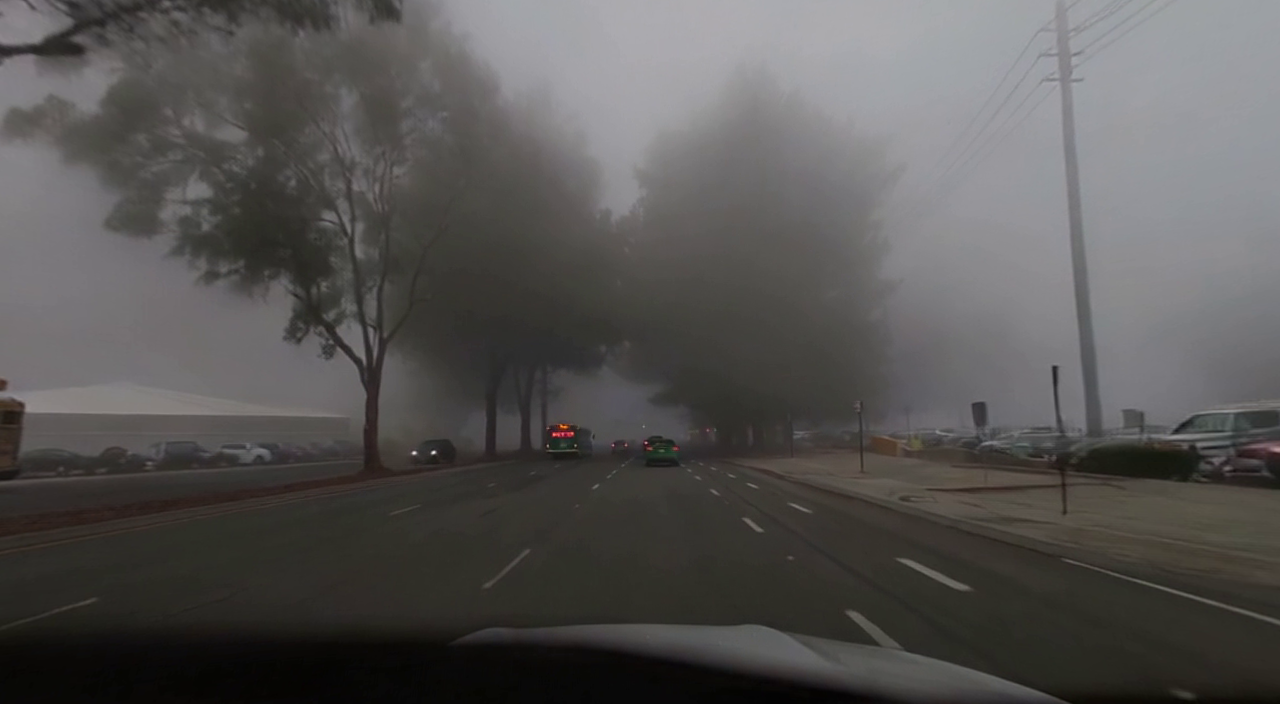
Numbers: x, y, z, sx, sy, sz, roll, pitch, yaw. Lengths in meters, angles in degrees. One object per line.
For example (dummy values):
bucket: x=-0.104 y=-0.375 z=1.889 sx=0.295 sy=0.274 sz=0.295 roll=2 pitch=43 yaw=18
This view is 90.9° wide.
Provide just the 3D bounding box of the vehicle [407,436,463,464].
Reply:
vehicle: x=-13.735 y=6.619 z=42.611 sx=2.126 sy=1.742 sz=4.517 roll=0 pitch=-9 yaw=2

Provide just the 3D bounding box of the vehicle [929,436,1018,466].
vehicle: x=19.694 y=5.882 z=37.633 sx=2.229 sy=1.661 sz=5.991 roll=0 pitch=-9 yaw=2

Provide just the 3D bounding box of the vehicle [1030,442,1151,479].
vehicle: x=19.198 y=4.625 z=27.190 sx=1.849 sy=1.466 sz=4.831 roll=-1 pitch=-9 yaw=3

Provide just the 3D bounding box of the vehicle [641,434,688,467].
vehicle: x=1.143 y=4.885 z=31.284 sx=2.123 sy=1.498 sz=4.226 roll=0 pitch=-9 yaw=0
